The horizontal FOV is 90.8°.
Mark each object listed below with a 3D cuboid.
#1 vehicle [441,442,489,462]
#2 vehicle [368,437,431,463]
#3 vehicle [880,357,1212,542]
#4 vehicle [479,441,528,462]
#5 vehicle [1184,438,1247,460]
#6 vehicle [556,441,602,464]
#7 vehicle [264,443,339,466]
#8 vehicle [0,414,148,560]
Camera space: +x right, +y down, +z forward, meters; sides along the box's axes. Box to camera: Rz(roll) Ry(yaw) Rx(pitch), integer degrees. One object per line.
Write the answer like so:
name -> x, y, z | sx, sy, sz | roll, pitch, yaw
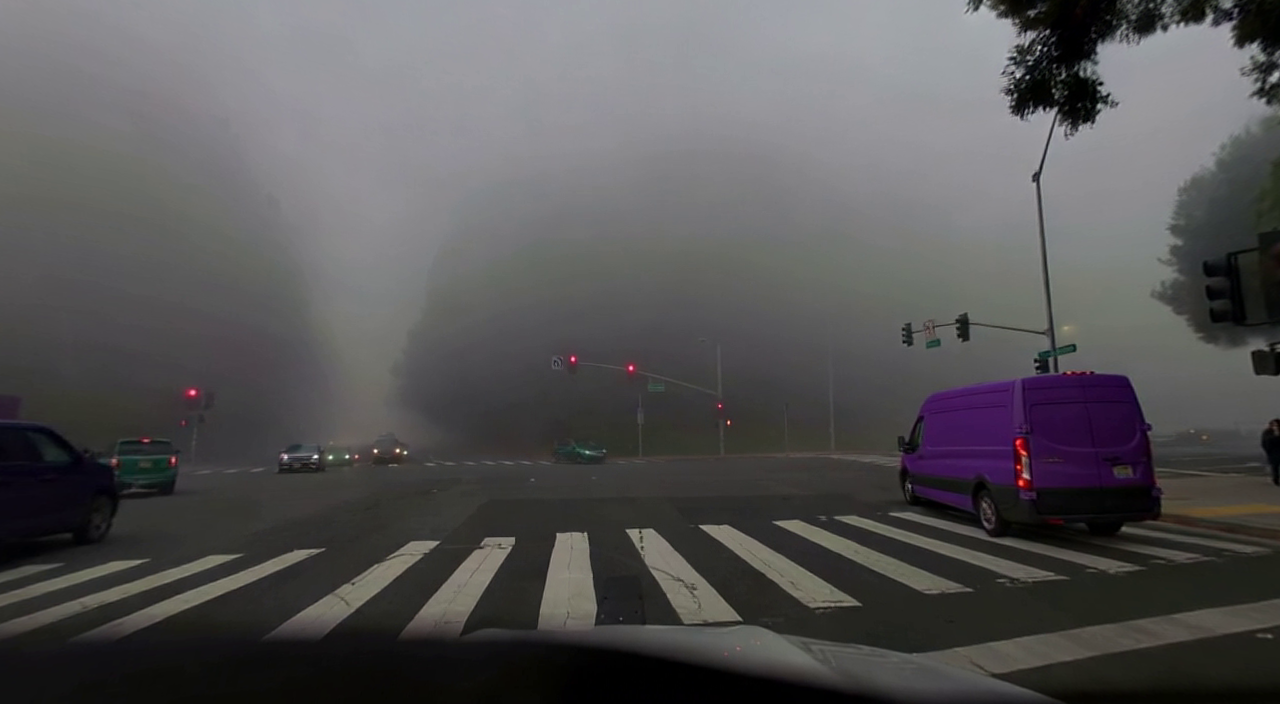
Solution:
vehicle -> -13.189, 7.590, 47.854 | 1.845, 1.426, 4.289 | -1, -9, 8
vehicle -> -17.388, 7.148, 46.005 | 2.189, 1.753, 4.785 | -1, -9, 8
vehicle -> 6.553, 1.715, 11.343 | 2.332, 2.511, 5.326 | 0, -9, 0
vehicle -> -10.154, 7.469, 47.400 | 2.097, 1.484, 4.596 | -1, -9, 8
vehicle -> 39.050, 6.556, 42.850 | 4.010, 1.452, 1.800 | 5, -10, -29
vehicle -> -4.003, 6.501, 41.024 | 1.907, 1.409, 3.909 | 3, -9, -21
vehicle -> -21.841, 6.644, 40.998 | 1.859, 1.415, 4.591 | -1, -9, 8
vehicle -> -8.457, 1.595, 7.539 | 2.115, 1.653, 4.553 | 1, -9, -11
